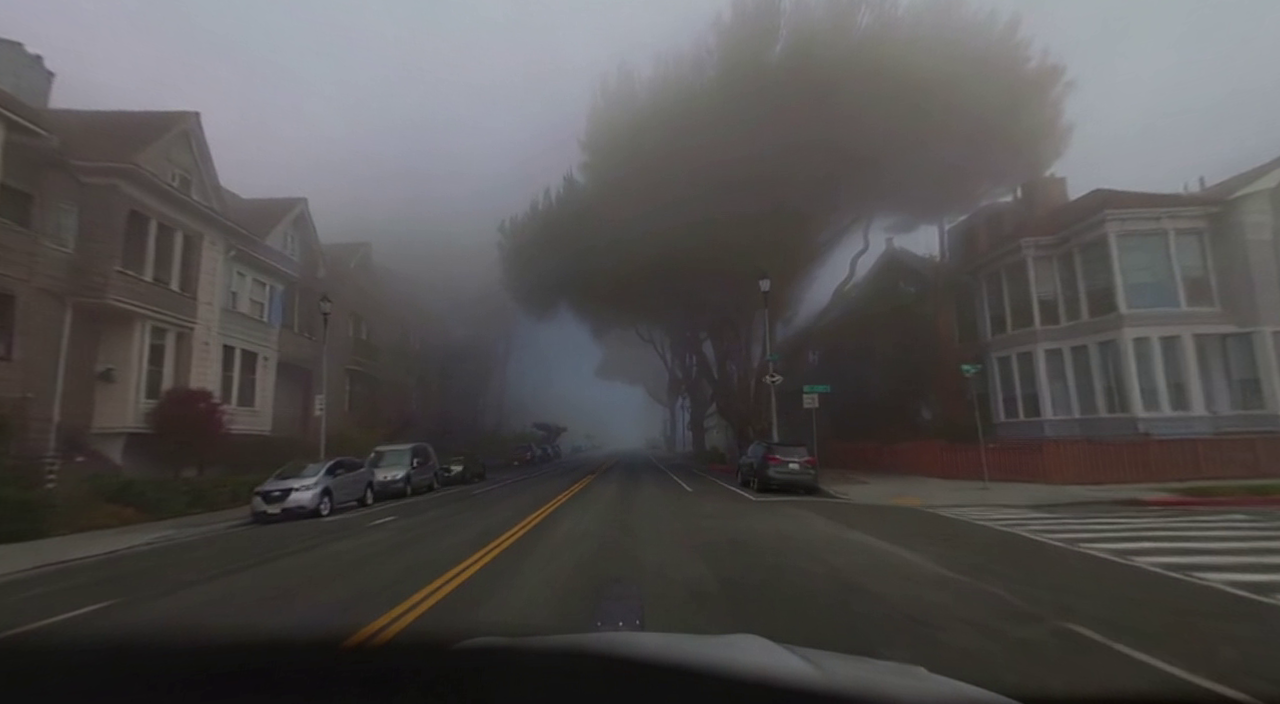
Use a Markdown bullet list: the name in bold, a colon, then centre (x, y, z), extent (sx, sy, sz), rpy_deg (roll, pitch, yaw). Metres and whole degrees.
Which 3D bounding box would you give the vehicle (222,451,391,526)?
- **vehicle**: centre (-8.061, 3.286, 15.844), extent (1.967, 1.517, 4.360), rpy_deg (0, -8, -2)

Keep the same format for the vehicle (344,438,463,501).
- **vehicle**: centre (-7.906, 3.978, 21.796), extent (2.283, 1.853, 4.903), rpy_deg (-1, -9, -1)

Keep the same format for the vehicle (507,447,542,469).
- **vehicle**: centre (-8.307, 7.640, 45.654), extent (1.852, 1.482, 3.916), rpy_deg (-1, -9, -2)

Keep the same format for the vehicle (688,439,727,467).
- **vehicle**: centre (4.018, 6.052, 38.020), extent (1.845, 1.556, 3.929), rpy_deg (0, -8, -1)

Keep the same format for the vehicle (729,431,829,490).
- **vehicle**: centre (4.305, 3.445, 20.364), extent (2.034, 1.674, 4.271), rpy_deg (0, -8, -3)
